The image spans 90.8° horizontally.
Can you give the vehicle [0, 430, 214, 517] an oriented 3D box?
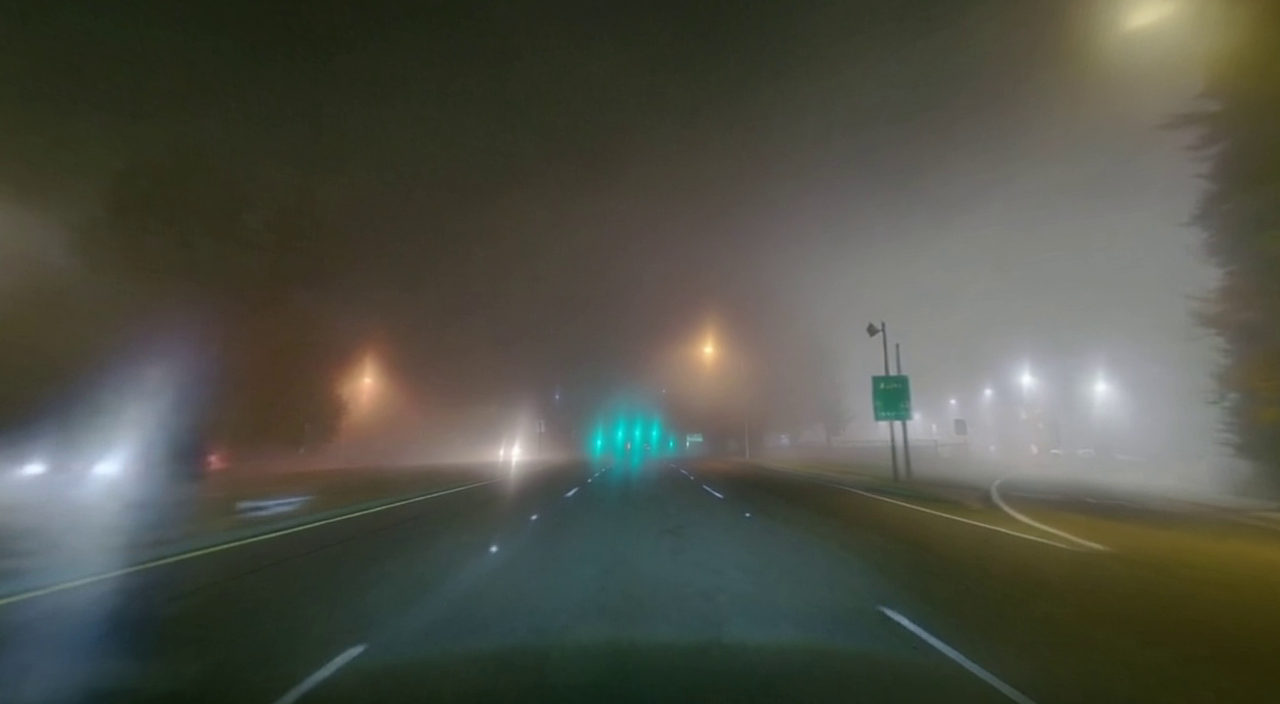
[{"bbox_3d":[-13.106,2.806,15.212,2.156,1.728,4.968,0,-8,1],"label":"vehicle"}]
